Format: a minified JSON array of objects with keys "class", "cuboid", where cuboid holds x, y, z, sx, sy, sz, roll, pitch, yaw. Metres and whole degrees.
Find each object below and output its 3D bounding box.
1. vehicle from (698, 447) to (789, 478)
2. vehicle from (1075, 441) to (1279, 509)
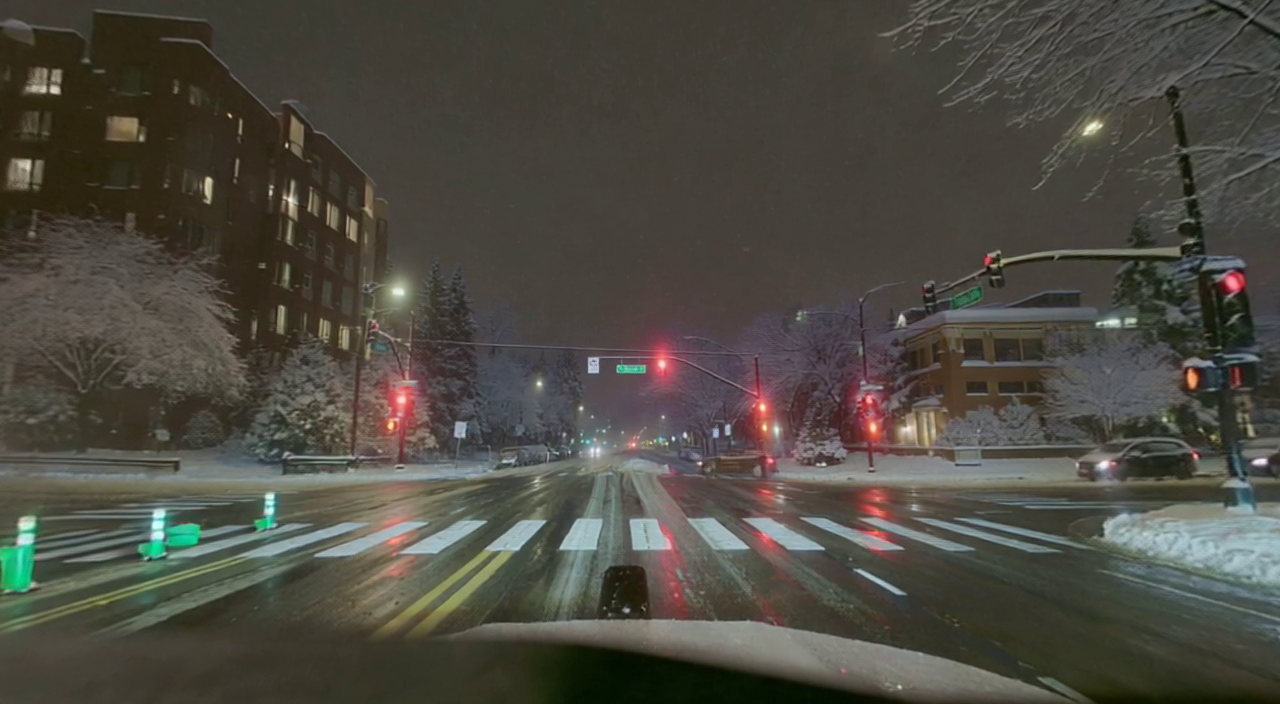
[{"class":"vehicle","cuboid":[5.495,5.896,33.768,4.368,1.522,1.972,-7,-11,36]},{"class":"vehicle","cuboid":[12.989,2.790,14.558,4.424,1.436,1.804,0,-8,5]}]
